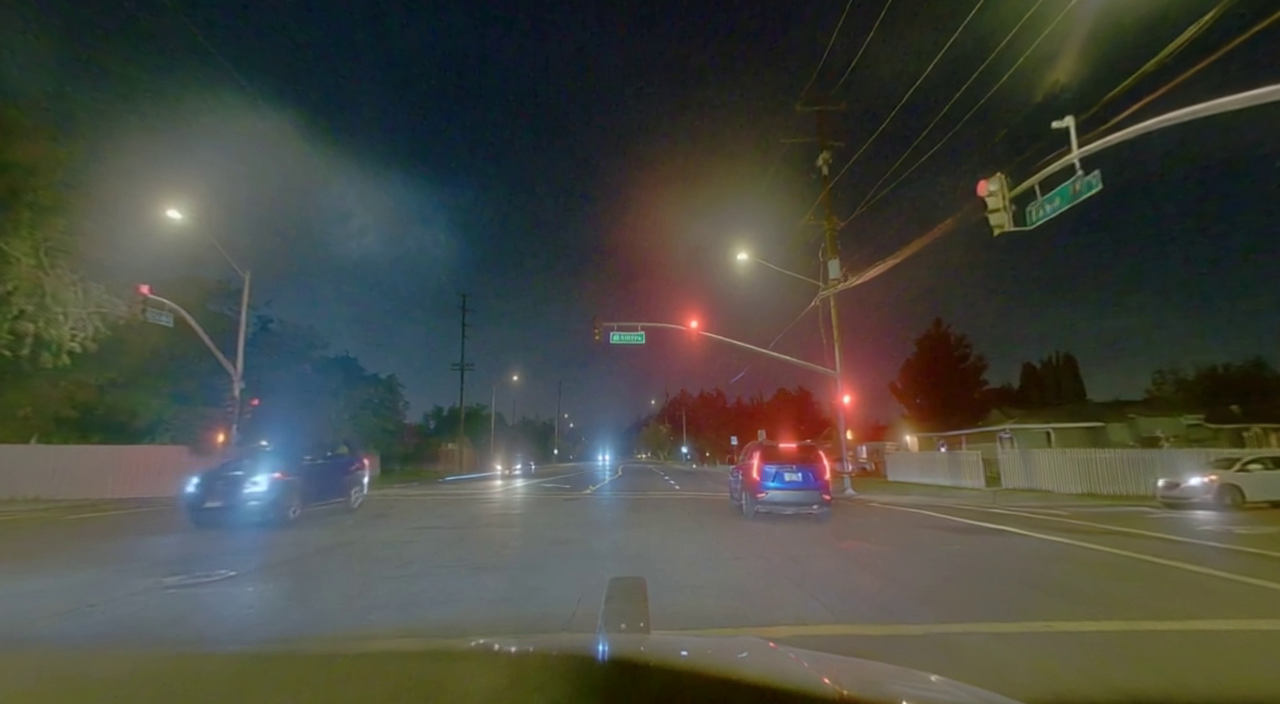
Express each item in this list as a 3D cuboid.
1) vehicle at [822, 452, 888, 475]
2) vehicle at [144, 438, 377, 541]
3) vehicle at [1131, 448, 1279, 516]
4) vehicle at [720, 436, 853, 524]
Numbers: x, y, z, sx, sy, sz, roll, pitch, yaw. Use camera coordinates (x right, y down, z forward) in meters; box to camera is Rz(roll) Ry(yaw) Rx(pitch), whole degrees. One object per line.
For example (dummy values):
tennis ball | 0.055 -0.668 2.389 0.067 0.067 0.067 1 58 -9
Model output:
vehicle | 15.586 8.099 45.857 4.135 1.558 1.929 0 -8 3
vehicle | -7.224 2.624 12.679 1.981 1.689 4.233 0 -9 1
vehicle | 16.127 3.344 16.530 4.596 1.637 2.172 0 -9 0
vehicle | 3.437 3.101 15.920 2.144 1.843 4.827 0 -9 0
